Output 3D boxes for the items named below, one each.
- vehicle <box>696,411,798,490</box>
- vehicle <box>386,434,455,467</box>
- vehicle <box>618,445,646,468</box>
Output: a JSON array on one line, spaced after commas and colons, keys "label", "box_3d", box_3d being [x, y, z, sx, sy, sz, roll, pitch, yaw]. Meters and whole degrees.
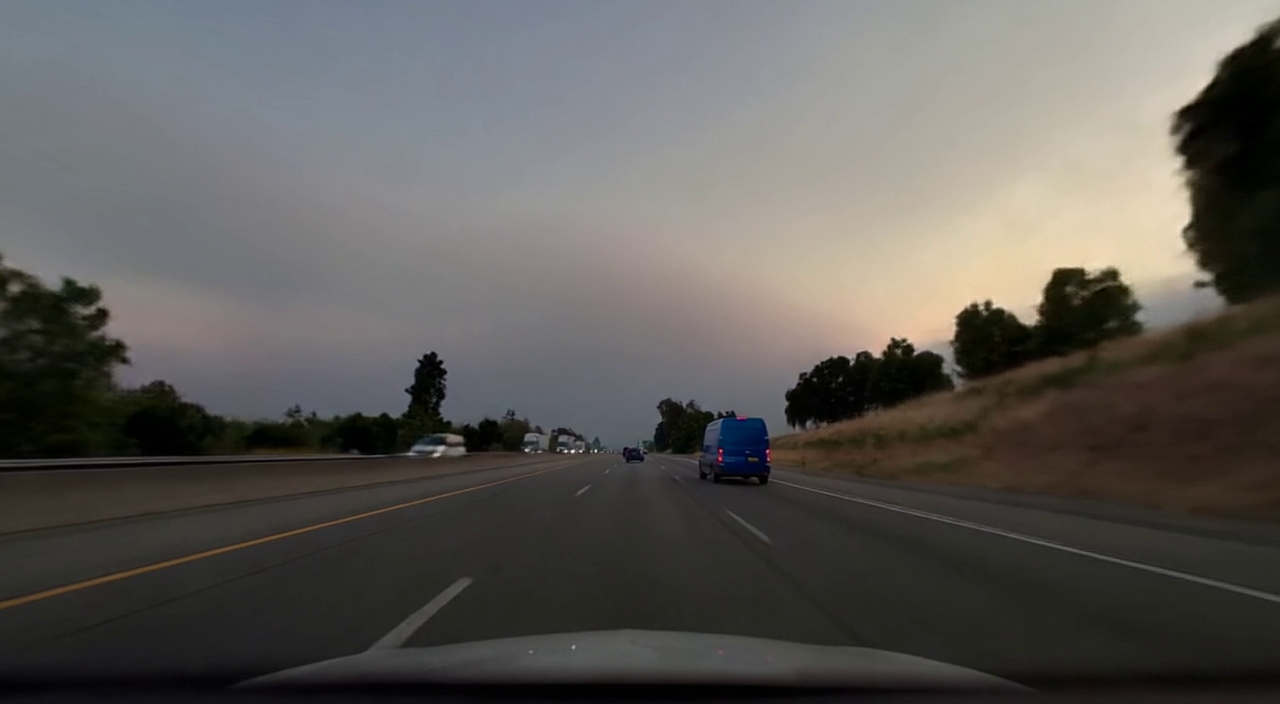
[{"label": "vehicle", "box_3d": [3.753, 3.703, 23.787, 2.552, 2.524, 6.630, 0, -9, -1]}, {"label": "vehicle", "box_3d": [-12.096, 5.477, 35.176, 2.051, 1.706, 4.868, 0, -9, 0]}, {"label": "vehicle", "box_3d": [-0.589, 8.237, 49.779, 2.069, 1.666, 4.338, 0, -9, 0]}]
